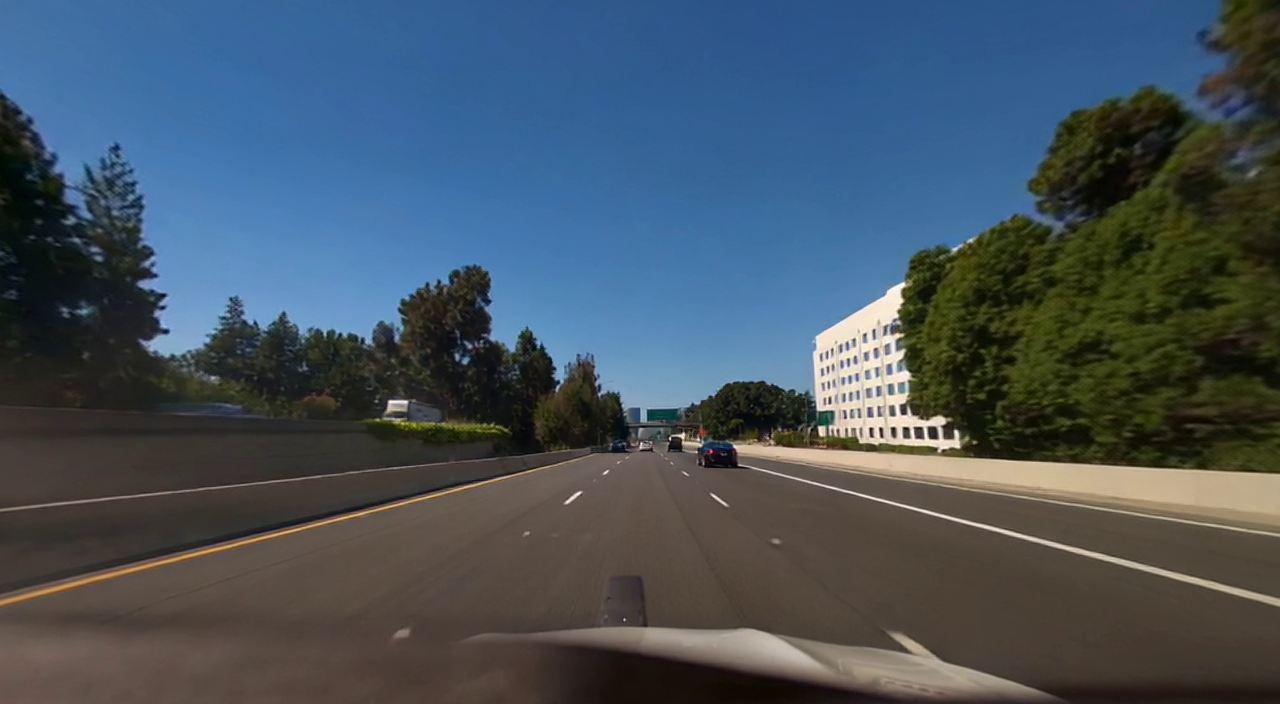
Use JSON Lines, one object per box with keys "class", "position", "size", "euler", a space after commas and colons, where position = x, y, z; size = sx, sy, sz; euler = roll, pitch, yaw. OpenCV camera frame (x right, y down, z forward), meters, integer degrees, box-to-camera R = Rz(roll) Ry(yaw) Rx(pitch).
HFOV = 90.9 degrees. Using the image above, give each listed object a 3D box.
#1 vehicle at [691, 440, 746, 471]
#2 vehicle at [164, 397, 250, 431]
{"class": "vehicle", "position": [3.782, 5.080, 31.205], "size": [2.069, 1.431, 4.313], "euler": [0, -8, -1]}
{"class": "vehicle", "position": [-21.501, 3.138, 31.489], "size": [1.762, 1.490, 3.786], "euler": [1, -9, -4]}
